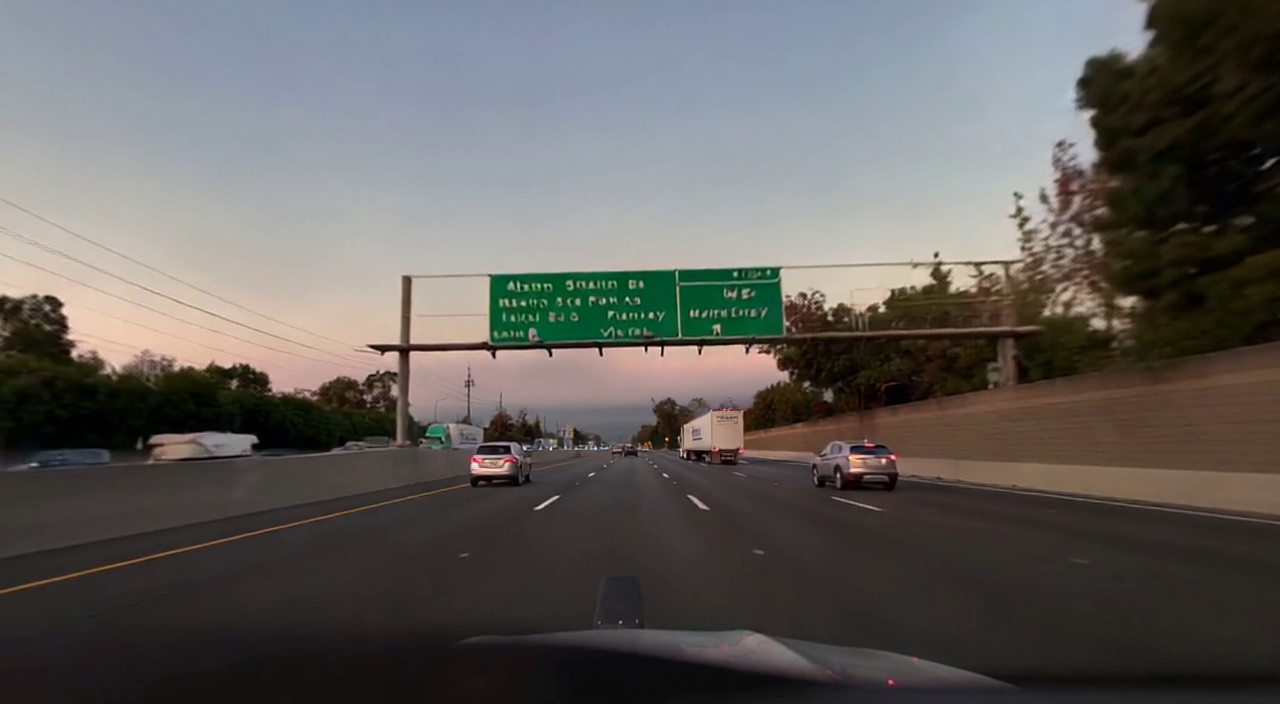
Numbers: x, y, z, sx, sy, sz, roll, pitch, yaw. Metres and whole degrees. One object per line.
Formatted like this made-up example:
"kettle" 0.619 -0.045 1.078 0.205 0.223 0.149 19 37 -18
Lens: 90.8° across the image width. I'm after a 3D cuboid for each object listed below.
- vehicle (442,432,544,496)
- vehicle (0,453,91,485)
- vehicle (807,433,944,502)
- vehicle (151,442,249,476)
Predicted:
"vehicle" -4.157 3.250 18.607 2.027 1.651 4.099 0 -9 0
"vehicle" -27.598 5.346 29.073 1.768 1.355 3.208 0 -9 -1
"vehicle" 6.256 3.122 17.443 1.991 1.647 4.409 0 -9 -1
"vehicle" -19.630 4.784 28.405 1.847 1.440 3.572 0 -9 -1
